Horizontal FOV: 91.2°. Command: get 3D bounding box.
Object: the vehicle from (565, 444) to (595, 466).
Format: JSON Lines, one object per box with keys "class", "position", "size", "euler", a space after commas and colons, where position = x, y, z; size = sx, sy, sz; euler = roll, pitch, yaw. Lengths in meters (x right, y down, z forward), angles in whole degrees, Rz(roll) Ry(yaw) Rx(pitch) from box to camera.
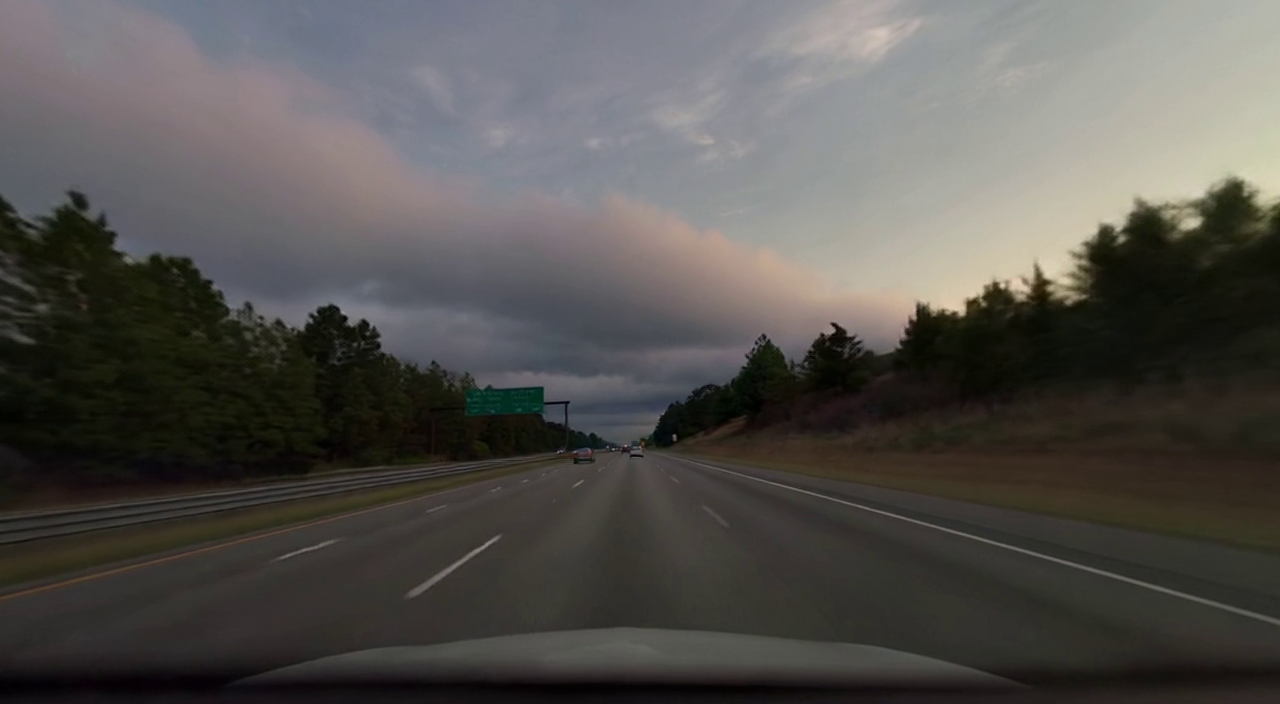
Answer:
{"class": "vehicle", "position": [-4.546, 7.904, 48.134], "size": [1.958, 1.587, 4.801], "euler": [0, -9, -1]}
